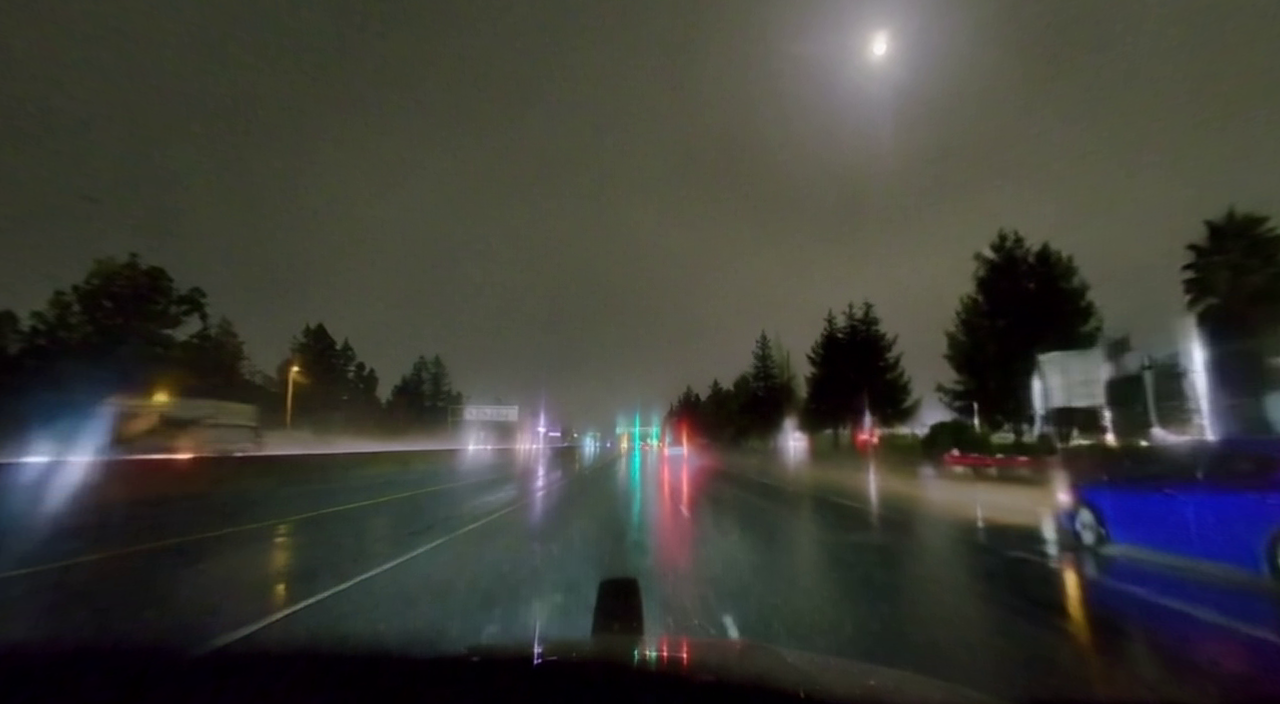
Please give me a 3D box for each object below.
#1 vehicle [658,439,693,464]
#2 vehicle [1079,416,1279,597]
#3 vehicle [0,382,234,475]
[{"bbox_3d":[2.462,6.984,44.510,2.127,1.692,4.382,0,-9,-1],"label":"vehicle"},{"bbox_3d":[6.482,1.328,5.472,2.029,1.528,4.644,0,-9,0],"label":"vehicle"},{"bbox_3d":[-22.028,3.393,27.090,3.096,3.327,8.951,0,-9,1],"label":"vehicle"}]
